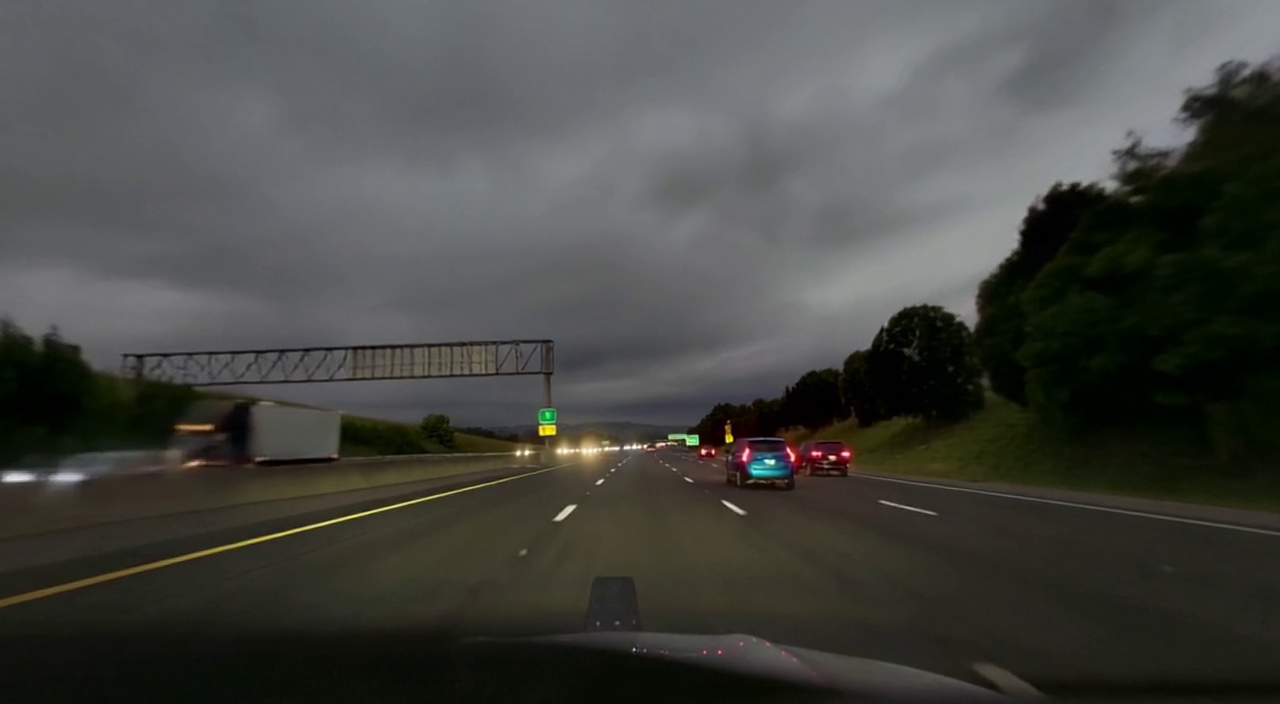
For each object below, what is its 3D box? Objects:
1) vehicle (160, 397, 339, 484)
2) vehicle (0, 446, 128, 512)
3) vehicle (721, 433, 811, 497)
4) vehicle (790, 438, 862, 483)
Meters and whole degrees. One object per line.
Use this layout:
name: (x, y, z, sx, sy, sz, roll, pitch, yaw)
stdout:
vehicle: (-18.249, 4.318, 30.314, 3.104, 3.566, 8.472, 0, -9, 0)
vehicle: (-14.534, 2.866, 14.319, 1.837, 1.381, 4.562, 0, -9, 0)
vehicle: (3.693, 3.393, 19.153, 1.784, 1.733, 4.141, 0, -9, -1)
vehicle: (8.194, 4.798, 27.934, 1.898, 1.798, 3.805, 0, -9, -2)
